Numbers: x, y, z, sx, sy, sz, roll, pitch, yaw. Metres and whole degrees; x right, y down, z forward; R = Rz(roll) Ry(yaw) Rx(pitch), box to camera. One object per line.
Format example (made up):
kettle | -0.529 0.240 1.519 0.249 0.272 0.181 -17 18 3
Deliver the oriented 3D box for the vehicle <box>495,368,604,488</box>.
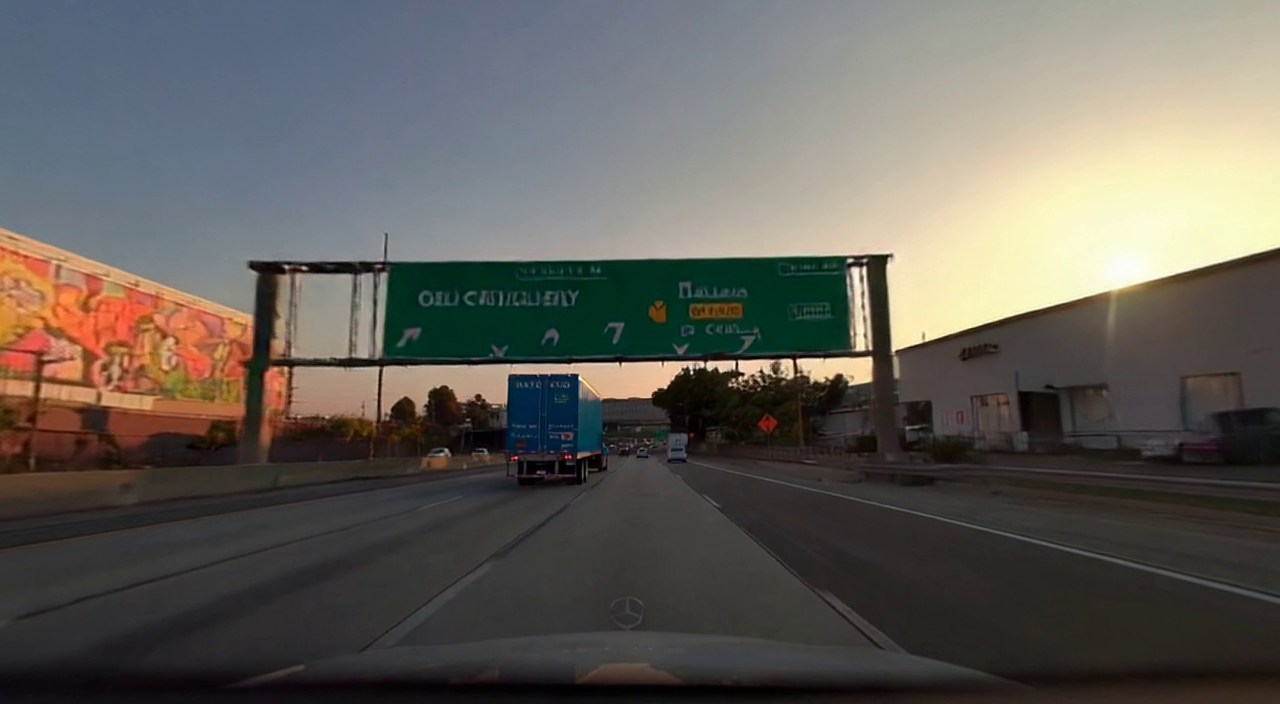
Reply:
vehicle | -3.304 3.144 25.826 2.977 4.048 8.890 0 -7 1
